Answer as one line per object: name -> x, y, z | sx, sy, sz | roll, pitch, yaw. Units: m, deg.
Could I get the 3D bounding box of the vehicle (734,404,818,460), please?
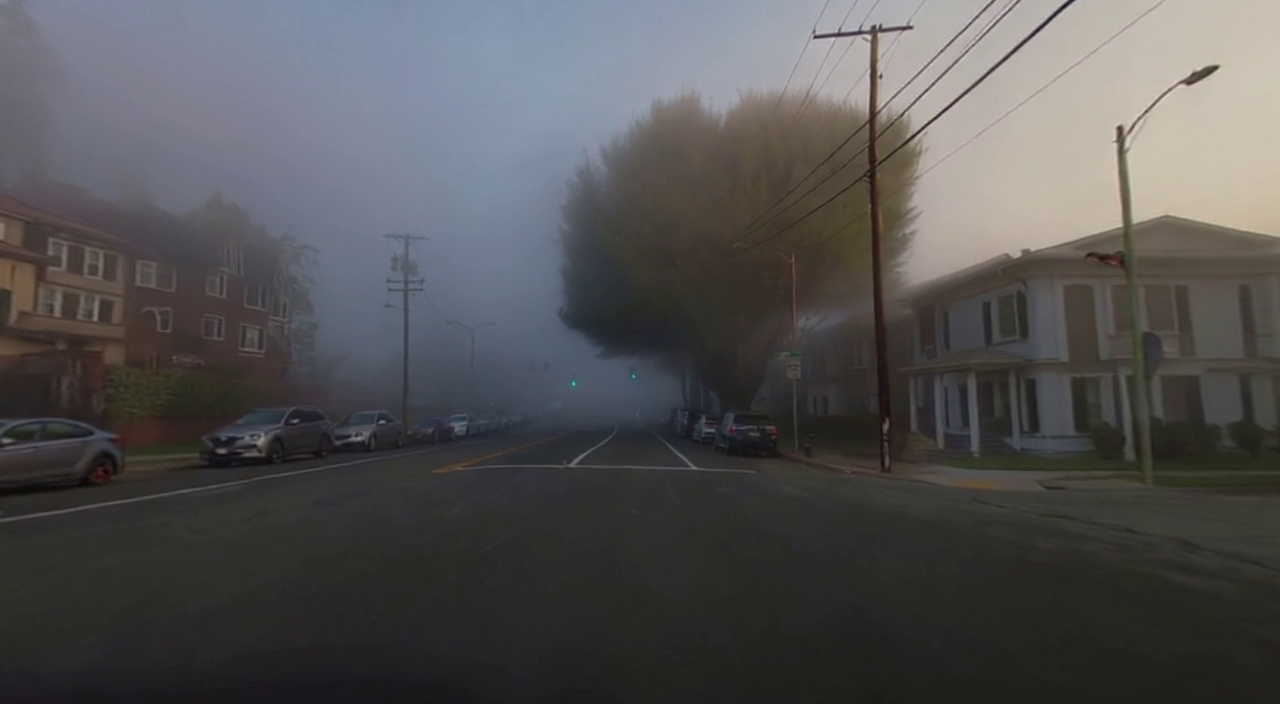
vehicle -> 4.419, 2.667, 21.179 | 1.867, 1.680, 4.176 | 0, -7, 0

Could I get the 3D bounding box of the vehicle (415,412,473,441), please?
vehicle -> -11.074, 4.263, 36.014 | 2.051, 1.520, 4.374 | 0, -7, -2

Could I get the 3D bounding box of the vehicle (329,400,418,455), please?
vehicle -> -11.307, 3.137, 27.111 | 1.926, 1.998, 4.447 | -4, -4, -1

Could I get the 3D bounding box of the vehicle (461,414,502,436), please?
vehicle -> -11.326, 5.258, 45.394 | 1.903, 1.535, 4.342 | 0, -7, -1

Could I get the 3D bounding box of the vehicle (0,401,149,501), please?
vehicle -> -11.003, 1.609, 10.417 | 2.082, 1.540, 4.654 | 0, -7, 0

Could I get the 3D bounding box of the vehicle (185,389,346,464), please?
vehicle -> -11.100, 2.273, 19.265 | 2.056, 1.980, 4.763 | 0, -7, -1
